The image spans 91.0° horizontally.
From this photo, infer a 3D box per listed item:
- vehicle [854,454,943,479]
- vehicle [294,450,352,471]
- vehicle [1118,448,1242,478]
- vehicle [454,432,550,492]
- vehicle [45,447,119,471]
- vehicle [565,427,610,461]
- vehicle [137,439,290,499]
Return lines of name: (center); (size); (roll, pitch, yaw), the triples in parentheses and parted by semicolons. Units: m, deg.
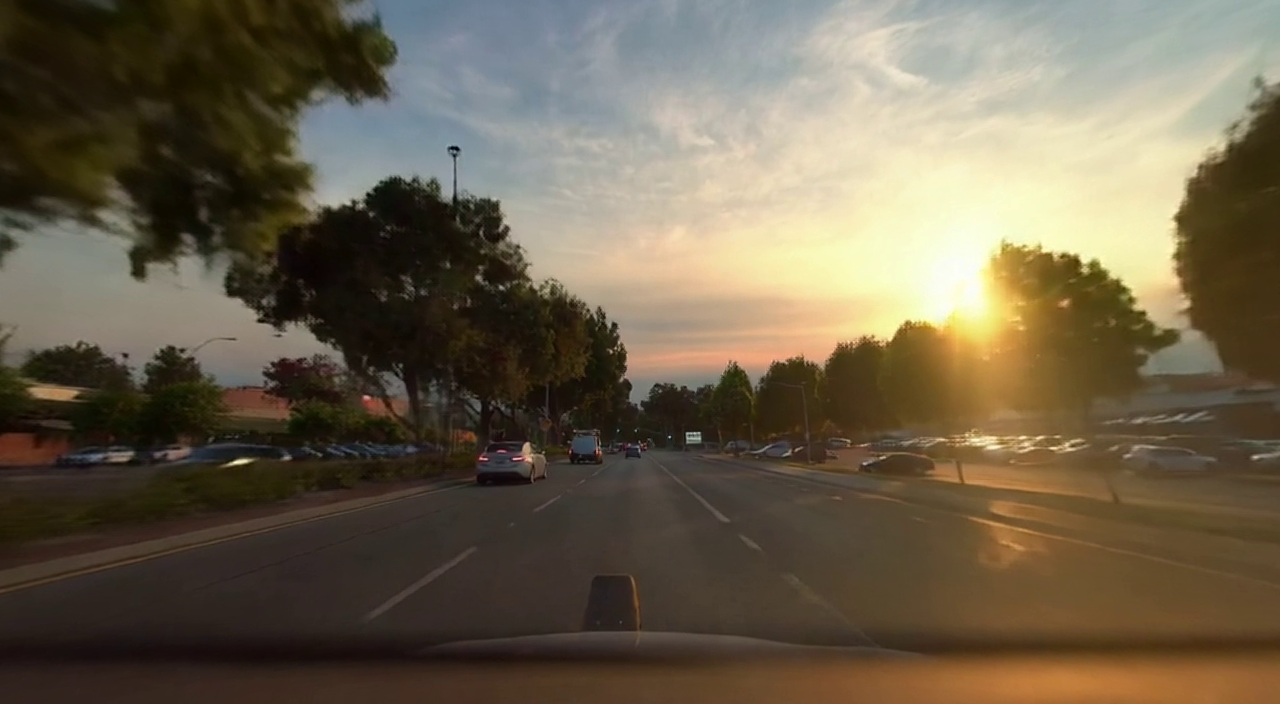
vehicle: (16.264, 7.214, 39.757); (4.723, 1.466, 2.085); (0, -9, -1)
vehicle: (-23.183, 7.923, 46.211); (1.885, 1.428, 4.638); (0, -8, -1)
vehicle: (28.936, 5.960, 33.826); (4.754, 1.499, 1.955); (0, -8, 2)
vehicle: (-4.283, 3.480, 20.252); (2.109, 1.672, 4.256); (0, -8, 0)
vehicle: (-37.833, 7.257, 42.836); (1.916, 1.475, 4.651); (3, -9, -17)
vehicle: (-4.019, 7.316, 49.971); (2.917, 2.524, 6.990); (0, -8, 0)
vehicle: (-12.356, 3.378, 18.611); (1.760, 1.567, 3.930); (0, -8, -1)
